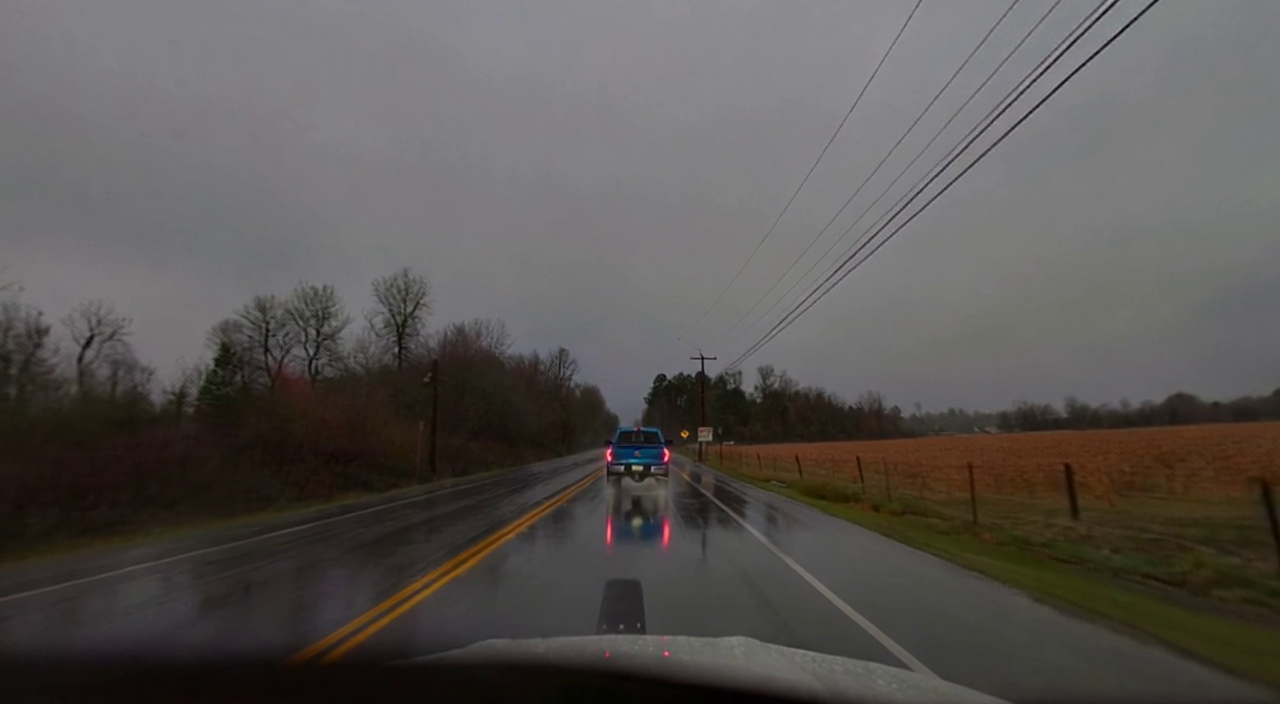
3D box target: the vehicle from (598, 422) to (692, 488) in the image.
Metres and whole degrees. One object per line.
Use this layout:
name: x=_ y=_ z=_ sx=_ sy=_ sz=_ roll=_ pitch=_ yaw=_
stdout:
vehicle: x=0.108 y=3.742 z=23.344 sx=2.921 sy=2.031 sz=7.416 roll=0 pitch=-8 yaw=-1
